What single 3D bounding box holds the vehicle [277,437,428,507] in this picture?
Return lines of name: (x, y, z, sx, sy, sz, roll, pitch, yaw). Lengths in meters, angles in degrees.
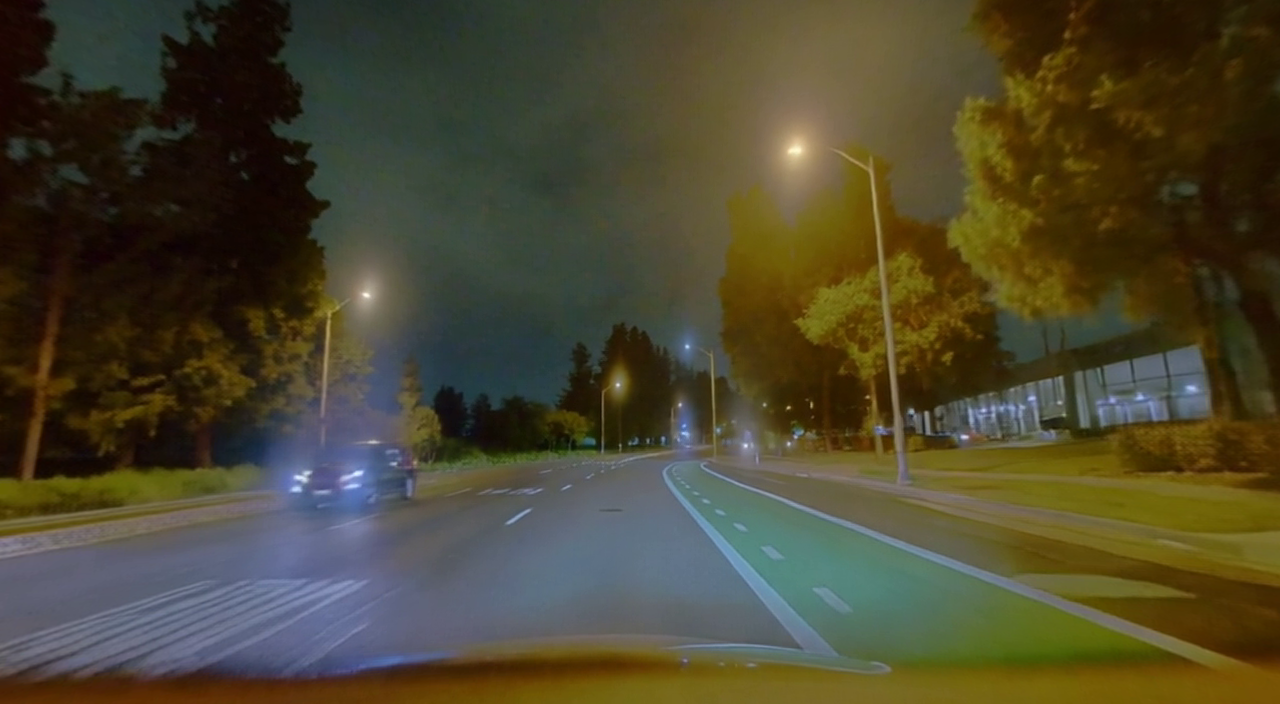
vehicle: (-7.994, 3.354, 18.165, 2.065, 1.744, 4.566, -1, -8, 2)
